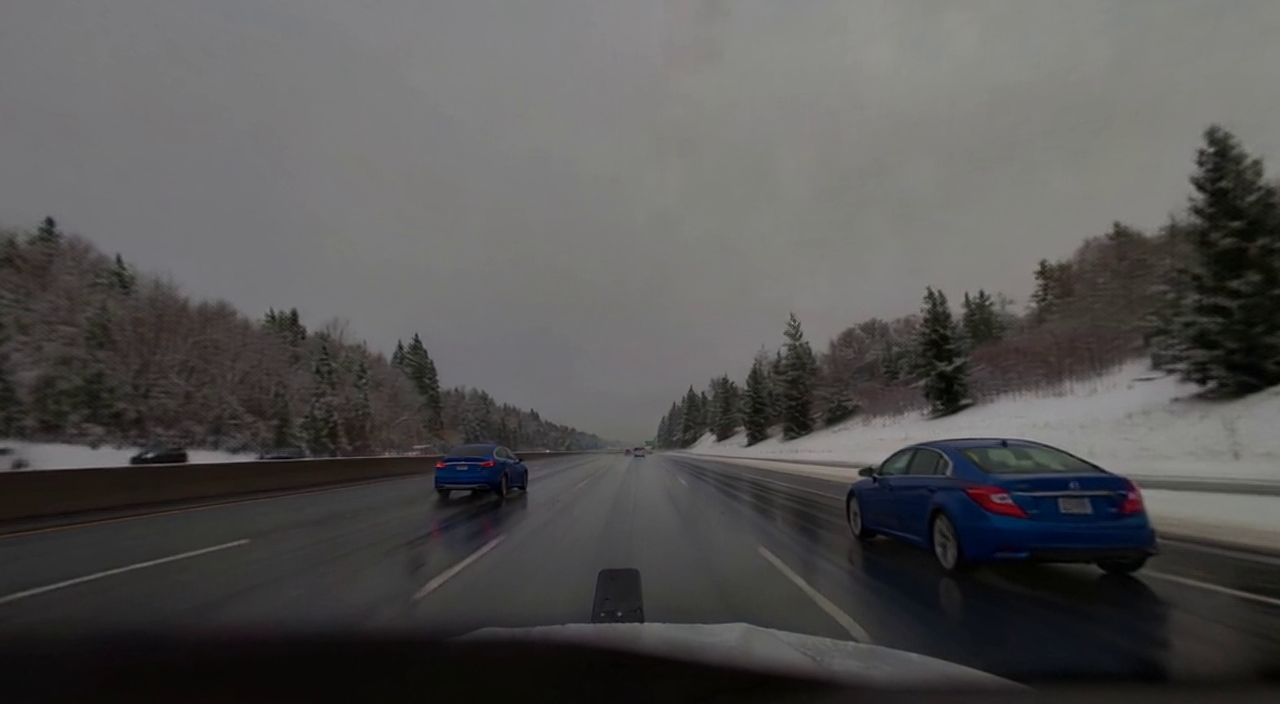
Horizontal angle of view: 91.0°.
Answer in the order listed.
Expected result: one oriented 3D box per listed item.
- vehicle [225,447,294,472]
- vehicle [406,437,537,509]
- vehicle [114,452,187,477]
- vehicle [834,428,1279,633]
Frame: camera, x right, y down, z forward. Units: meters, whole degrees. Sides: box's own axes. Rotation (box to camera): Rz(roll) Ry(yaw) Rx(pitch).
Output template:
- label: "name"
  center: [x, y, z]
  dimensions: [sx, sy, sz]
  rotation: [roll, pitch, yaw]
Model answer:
- label: "vehicle"
  center: [-28.815, 8.163, 47.912]
  dimensions: [2.033, 1.774, 5.027]
  rotation: [0, -9, 1]
- label: "vehicle"
  center: [-3.994, 2.932, 15.777]
  dimensions: [1.987, 1.516, 4.478]
  rotation: [0, -9, 1]
- label: "vehicle"
  center: [-36.357, 8.359, 46.915]
  dimensions: [1.882, 1.744, 4.480]
  rotation: [0, -9, -1]
- label: "vehicle"
  center: [4.007, 1.677, 7.074]
  dimensions: [2.049, 1.481, 4.774]
  rotation: [0, -9, -1]
